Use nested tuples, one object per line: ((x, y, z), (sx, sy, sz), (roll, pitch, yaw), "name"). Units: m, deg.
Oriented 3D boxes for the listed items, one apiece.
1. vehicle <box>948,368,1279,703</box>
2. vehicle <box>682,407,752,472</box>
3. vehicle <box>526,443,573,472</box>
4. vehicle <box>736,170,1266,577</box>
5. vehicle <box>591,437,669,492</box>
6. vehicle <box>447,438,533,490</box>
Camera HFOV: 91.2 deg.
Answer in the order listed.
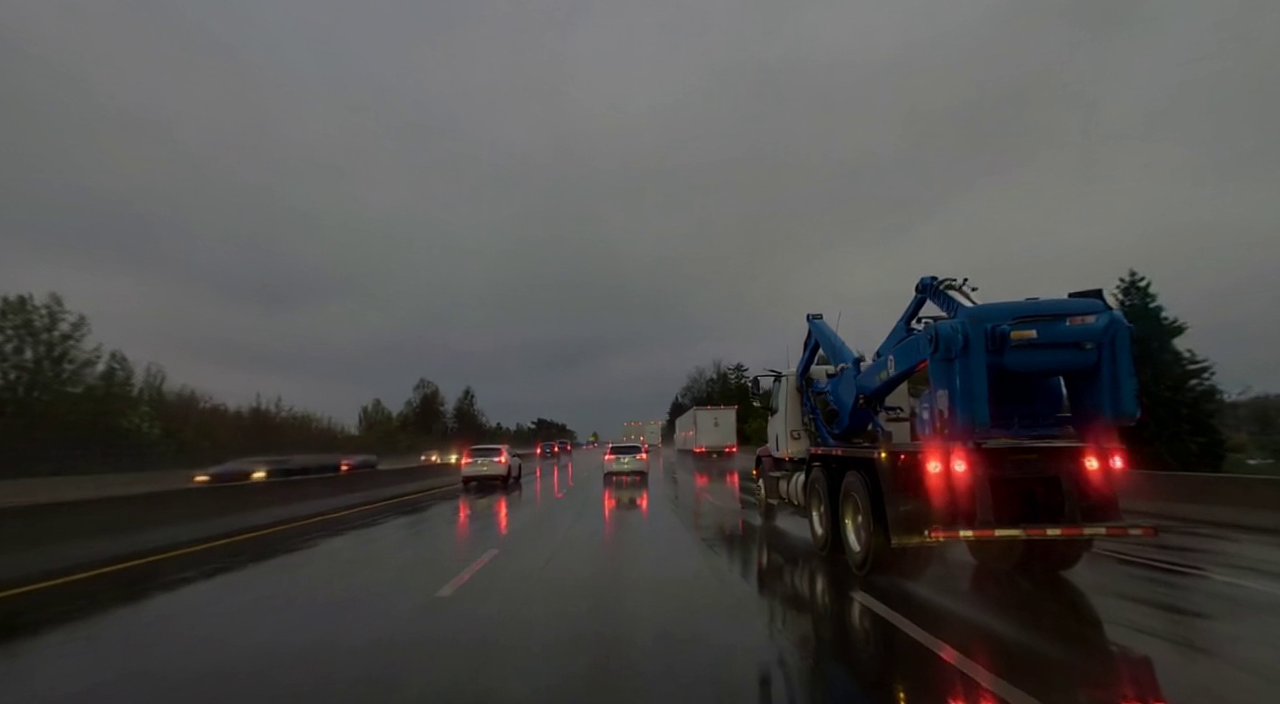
((3.903, 0.837, 2.235), (2.599, 1.631, 5.693), (0, -9, -2), "vehicle")
((3.619, 4.379, 30.978), (2.416, 2.829, 7.016), (0, -9, -1), "vehicle")
((-4.898, 5.775, 34.564), (1.924, 1.481, 4.264), (0, -9, 1), "vehicle")
((3.738, 0.742, 9.730), (2.975, 3.618, 8.456), (0, -9, -1), "vehicle")
((-0.325, 3.406, 19.263), (2.150, 1.498, 3.988), (0, -9, -1), "vehicle")
((-4.837, 3.673, 20.784), (1.858, 1.527, 3.974), (0, -9, 0), "vehicle")
